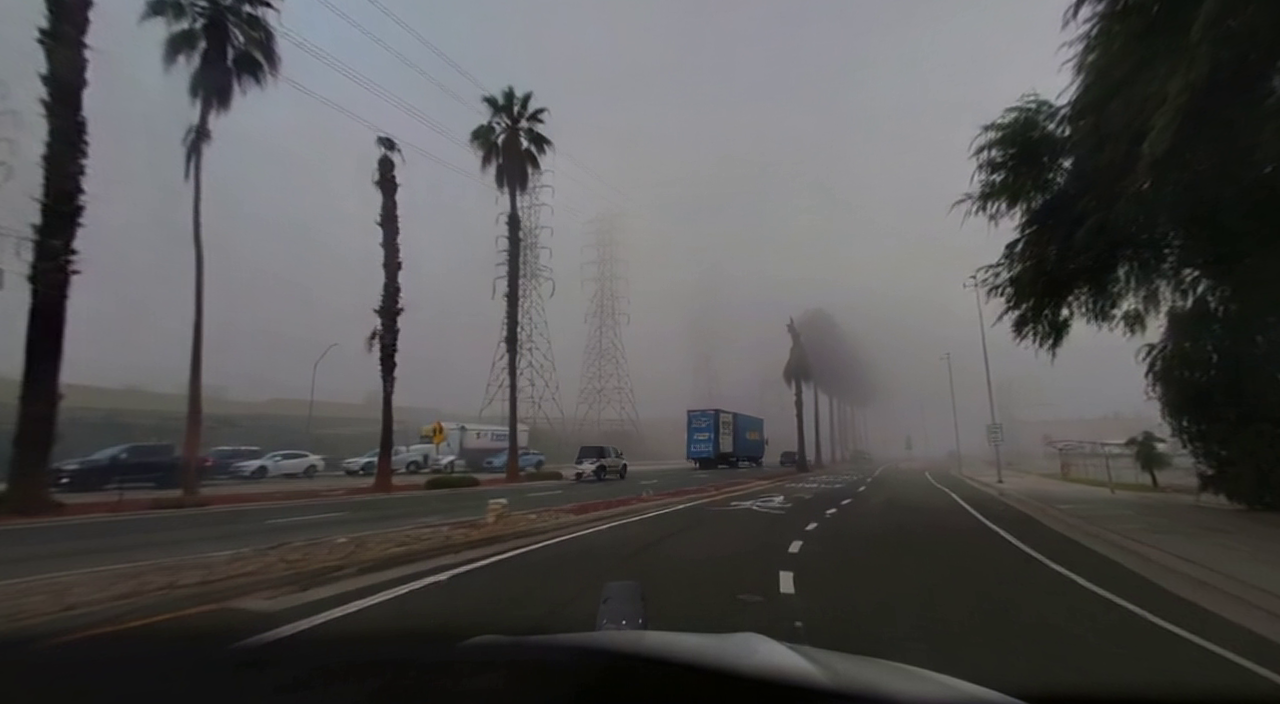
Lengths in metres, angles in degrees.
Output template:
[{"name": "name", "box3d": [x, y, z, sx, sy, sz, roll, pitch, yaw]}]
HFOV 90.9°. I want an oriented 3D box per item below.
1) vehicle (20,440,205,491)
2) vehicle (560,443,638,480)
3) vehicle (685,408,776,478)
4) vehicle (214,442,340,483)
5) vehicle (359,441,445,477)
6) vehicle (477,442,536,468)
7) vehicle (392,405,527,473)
[{"name": "vehicle", "box3d": [-18.296, 3.929, 22.176, 1.847, 1.567, 4.532, -4, -10, 22]}, {"name": "vehicle", "box3d": [-2.235, 6.316, 36.828, 2.266, 1.950, 5.866, -4, -10, 21]}, {"name": "vehicle", "box3d": [6.254, 6.044, 41.558, 2.903, 3.933, 11.567, -4, -10, 23]}, {"name": "vehicle", "box3d": [-15.544, 4.862, 27.323, 1.785, 1.502, 4.457, -6, -14, 22]}, {"name": "vehicle", "box3d": [-12.899, 5.911, 34.492, 1.833, 1.578, 4.412, -10, -15, 22]}, {"name": "vehicle", "box3d": [-9.039, 7.080, 43.001, 1.751, 1.639, 4.434, -6, -12, 21]}, {"name": "vehicle", "box3d": [-12.340, 6.498, 44.971, 2.907, 3.760, 11.193, -6, -14, 21]}]
